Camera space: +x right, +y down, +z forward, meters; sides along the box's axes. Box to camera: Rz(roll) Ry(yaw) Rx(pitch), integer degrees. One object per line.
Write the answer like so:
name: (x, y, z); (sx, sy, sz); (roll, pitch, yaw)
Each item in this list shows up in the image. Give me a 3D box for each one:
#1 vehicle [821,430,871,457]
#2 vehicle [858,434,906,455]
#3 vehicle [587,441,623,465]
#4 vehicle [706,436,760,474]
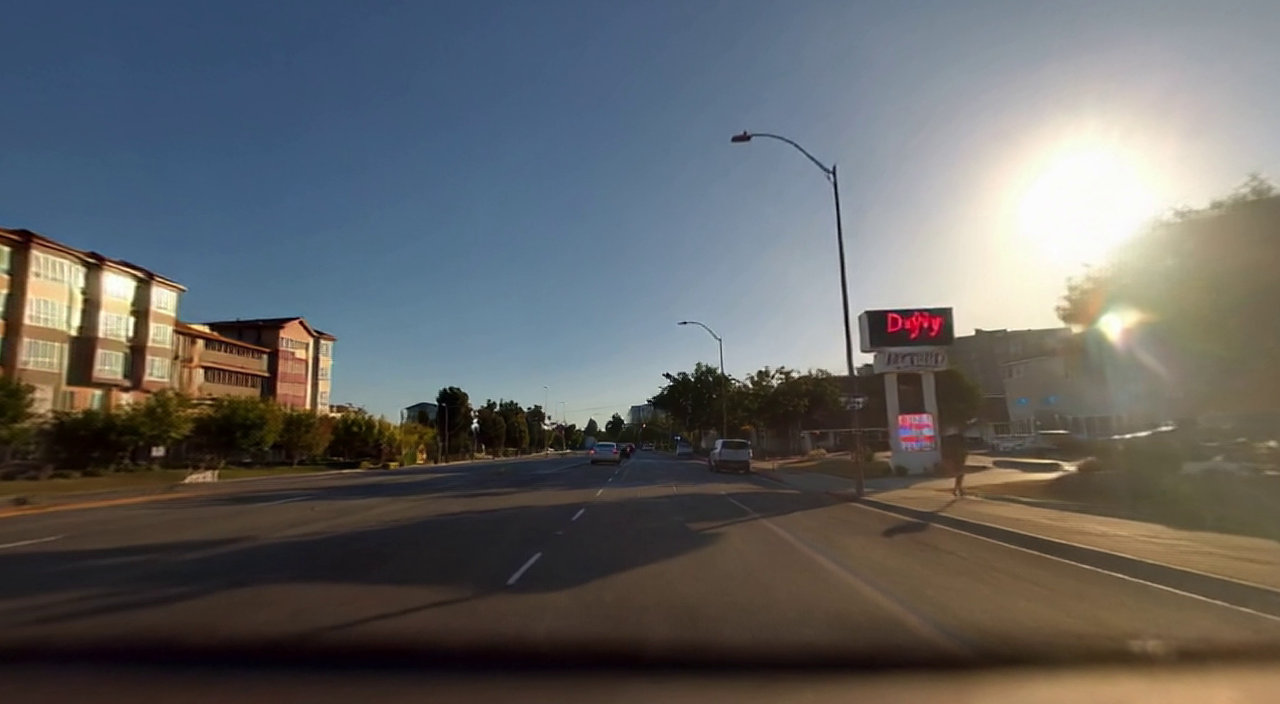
vehicle: (15.061, 6.725, 46.327); (2.202, 1.822, 4.978); (-1, -8, 3)
vehicle: (17.850, 6.879, 46.717); (1.953, 1.488, 4.129); (0, -8, 1)
vehicle: (-2.353, 6.983, 43.650); (2.176, 1.543, 4.335); (0, -8, 1)
vehicle: (4.588, 5.134, 31.697); (2.067, 1.755, 4.616); (0, -8, 1)
